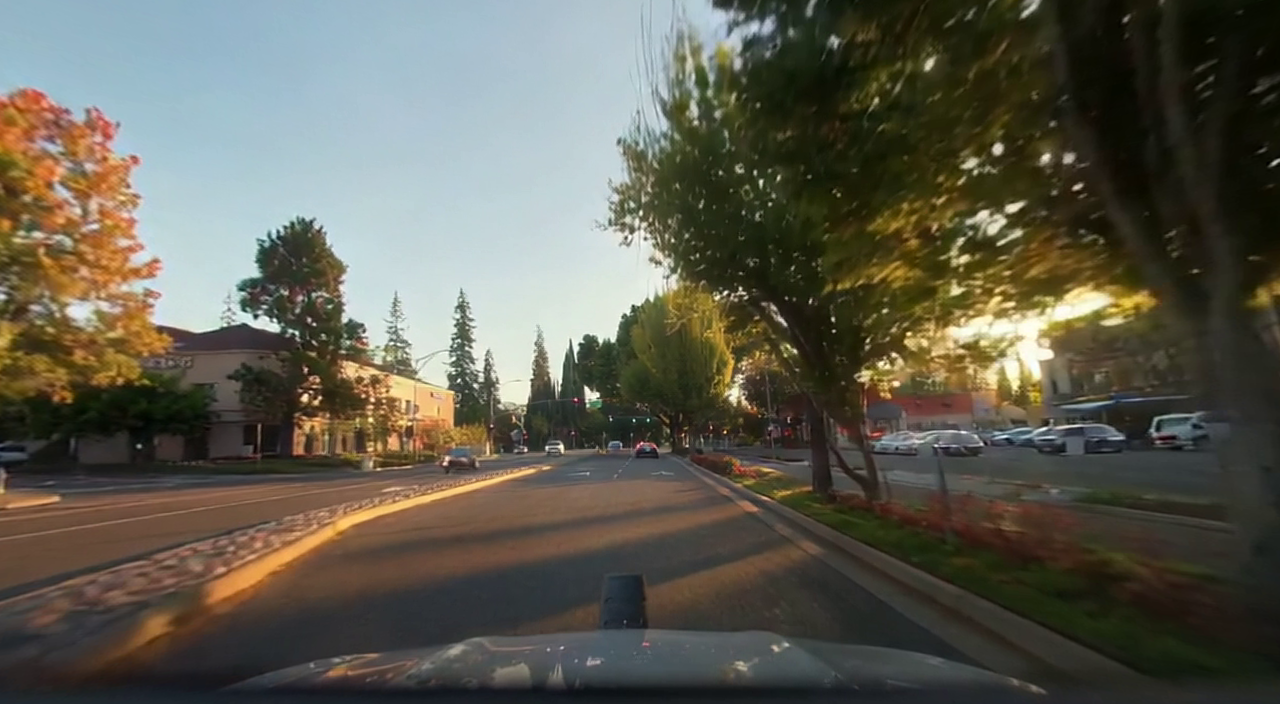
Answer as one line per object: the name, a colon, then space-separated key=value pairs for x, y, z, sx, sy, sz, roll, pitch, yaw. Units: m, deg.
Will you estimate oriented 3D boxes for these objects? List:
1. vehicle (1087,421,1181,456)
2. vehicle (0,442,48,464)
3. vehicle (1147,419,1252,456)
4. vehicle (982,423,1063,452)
vehicle: x=20.853 y=3.650 z=26.639 sx=3.179 sy=1.322 sz=1.521 roll=1 pitch=-8 yaw=-19
vehicle: x=-45.563 y=7.332 z=45.454 sx=3.870 sy=1.435 sz=1.819 roll=-2 pitch=-9 yaw=-3
vehicle: x=21.559 y=3.283 z=24.330 sx=3.143 sy=1.303 sz=1.491 roll=1 pitch=-8 yaw=-17
vehicle: x=24.656 y=5.594 z=40.867 sx=1.850 sy=1.745 sz=4.514 roll=1 pitch=-9 yaw=-11
